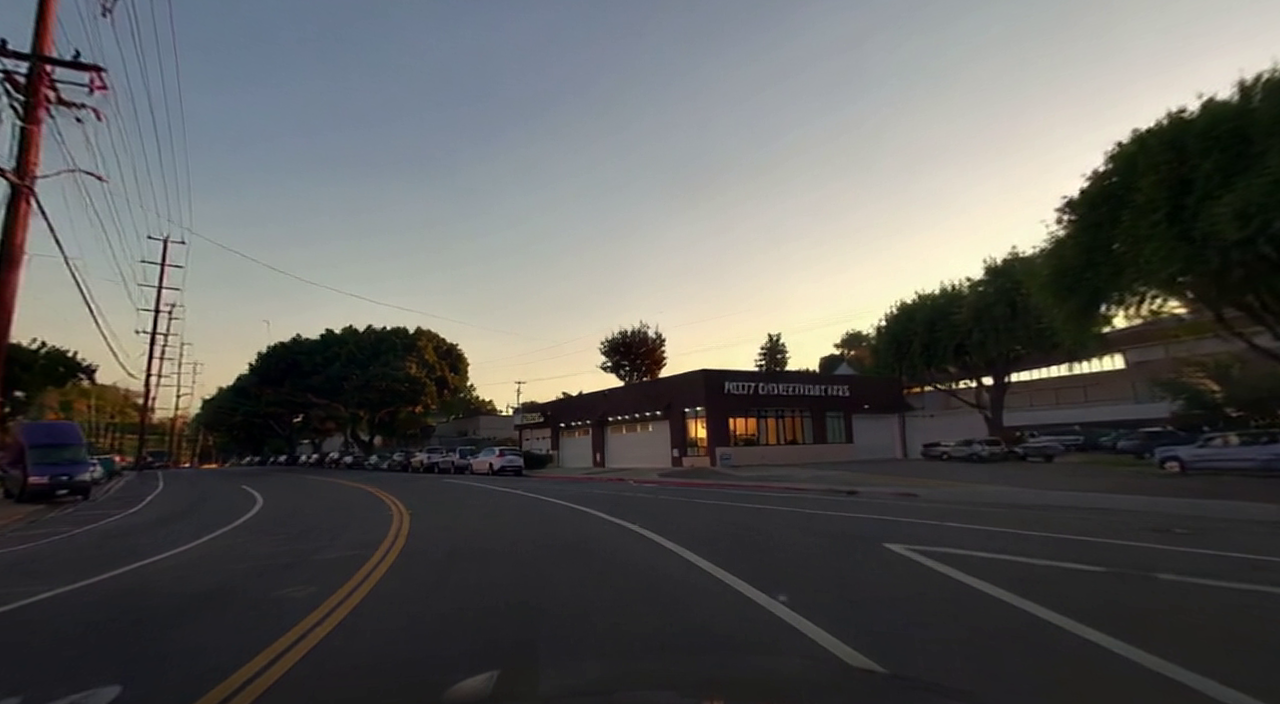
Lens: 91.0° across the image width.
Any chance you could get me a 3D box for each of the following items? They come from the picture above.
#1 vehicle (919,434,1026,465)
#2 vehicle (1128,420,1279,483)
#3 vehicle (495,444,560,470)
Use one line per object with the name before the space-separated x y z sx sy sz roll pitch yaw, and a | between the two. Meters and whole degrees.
vehicle | 17.247 5.071 32.801 4.454 1.504 1.970 0 -8 -2
vehicle | 17.898 2.976 19.006 4.543 1.744 2.164 0 -8 -3
vehicle | -7.092 6.705 40.397 2.074 1.526 4.853 -3 -9 17
